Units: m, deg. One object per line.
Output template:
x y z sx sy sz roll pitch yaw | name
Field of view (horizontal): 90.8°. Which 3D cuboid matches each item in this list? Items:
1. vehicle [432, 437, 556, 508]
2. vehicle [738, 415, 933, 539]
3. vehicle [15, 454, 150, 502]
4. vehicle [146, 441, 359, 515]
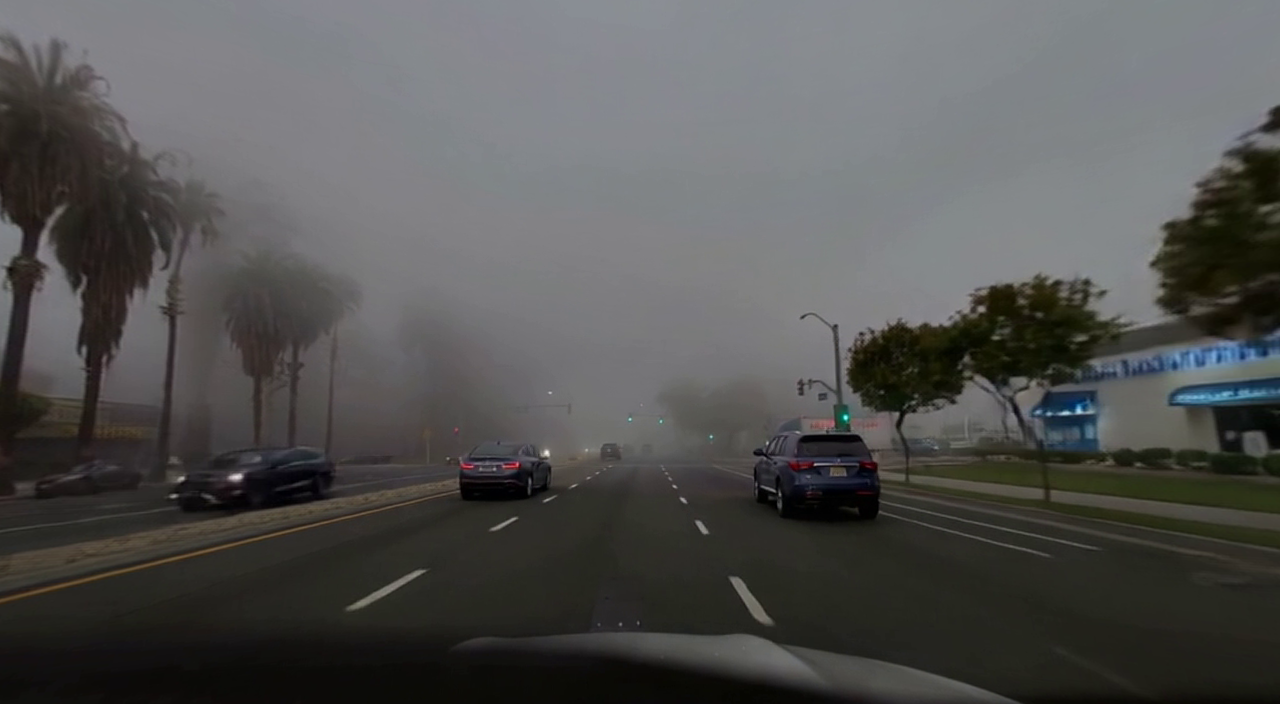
-3.431 2.904 15.672 2.034 1.498 3.995 0 -9 1 | vehicle
3.067 2.071 11.027 1.982 1.711 4.276 0 -9 0 | vehicle
-22.742 5.103 26.019 1.868 1.602 4.102 -3 -8 0 | vehicle
-8.975 2.930 15.292 1.970 1.482 4.778 -1 -9 2 | vehicle
